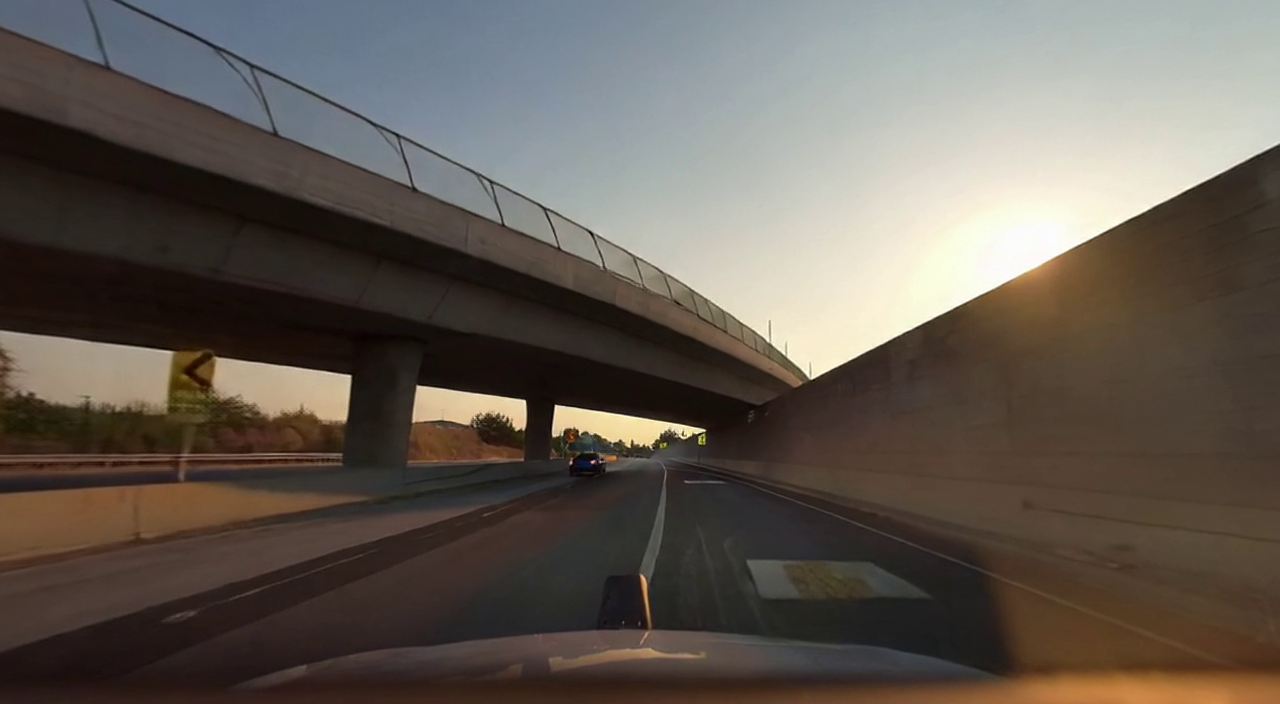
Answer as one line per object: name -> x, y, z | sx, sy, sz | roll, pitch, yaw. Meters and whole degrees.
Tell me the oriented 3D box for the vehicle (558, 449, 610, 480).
vehicle -> -3.045, 6.256, 35.407 | 2.172, 1.587, 4.518 | -1, -9, 4
